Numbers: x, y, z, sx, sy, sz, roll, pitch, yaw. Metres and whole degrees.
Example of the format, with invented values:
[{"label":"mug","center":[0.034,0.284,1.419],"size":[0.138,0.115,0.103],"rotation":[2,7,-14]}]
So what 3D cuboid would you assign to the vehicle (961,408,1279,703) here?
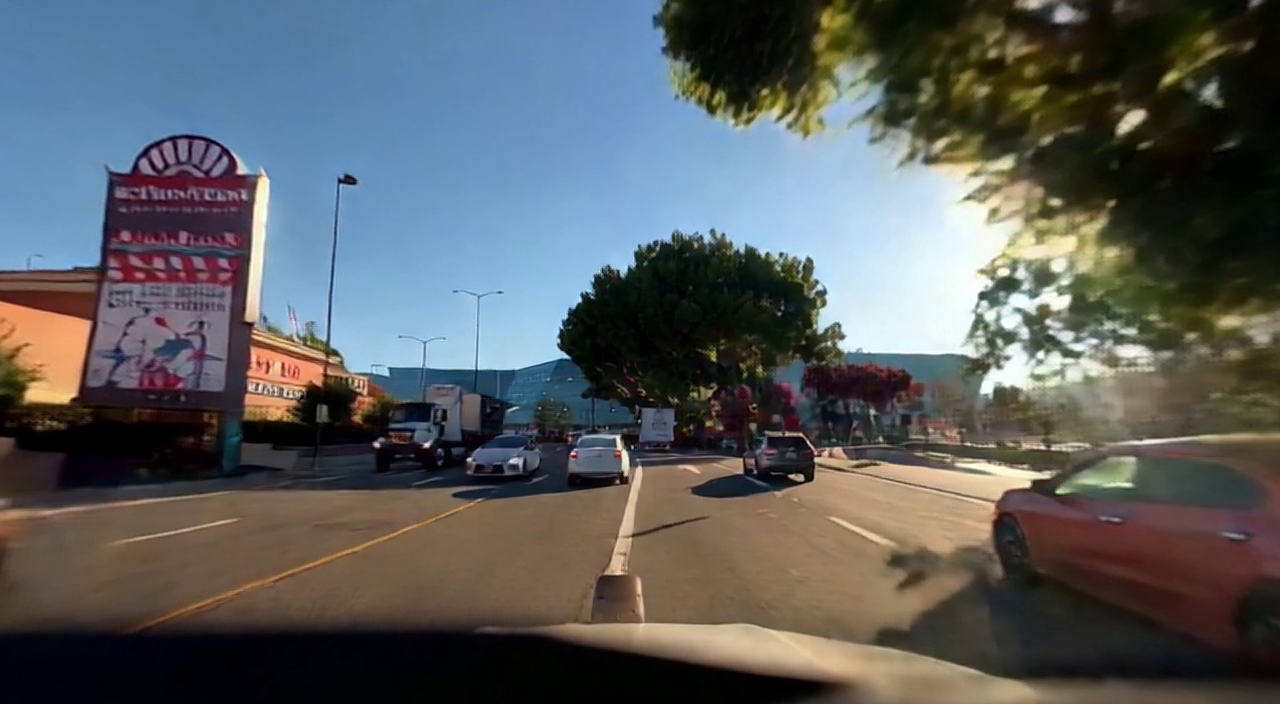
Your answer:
[{"label":"vehicle","center":[3.863,1.034,3.221],"size":[2.081,1.434,4.833],"rotation":[0,-8,3]}]

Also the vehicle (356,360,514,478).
[{"label":"vehicle","center":[-7.703,2.859,25.683],"size":[2.986,3.821,10.059],"rotation":[0,-8,0]}]

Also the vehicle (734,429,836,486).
[{"label":"vehicle","center":[4.095,3.022,18.480],"size":[1.889,1.480,3.876],"rotation":[1,-8,-3]}]

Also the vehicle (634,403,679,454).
[{"label":"vehicle","center":[1.096,5.674,46.350],"size":[2.917,3.482,6.946],"rotation":[0,-8,-2]}]

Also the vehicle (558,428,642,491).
[{"label":"vehicle","center":[-0.986,2.801,16.787],"size":[1.991,1.472,3.518],"rotation":[0,-8,-1]}]

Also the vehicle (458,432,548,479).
[{"label":"vehicle","center":[-4.499,3.458,21.423],"size":[1.964,1.428,4.481],"rotation":[0,-8,1]}]
